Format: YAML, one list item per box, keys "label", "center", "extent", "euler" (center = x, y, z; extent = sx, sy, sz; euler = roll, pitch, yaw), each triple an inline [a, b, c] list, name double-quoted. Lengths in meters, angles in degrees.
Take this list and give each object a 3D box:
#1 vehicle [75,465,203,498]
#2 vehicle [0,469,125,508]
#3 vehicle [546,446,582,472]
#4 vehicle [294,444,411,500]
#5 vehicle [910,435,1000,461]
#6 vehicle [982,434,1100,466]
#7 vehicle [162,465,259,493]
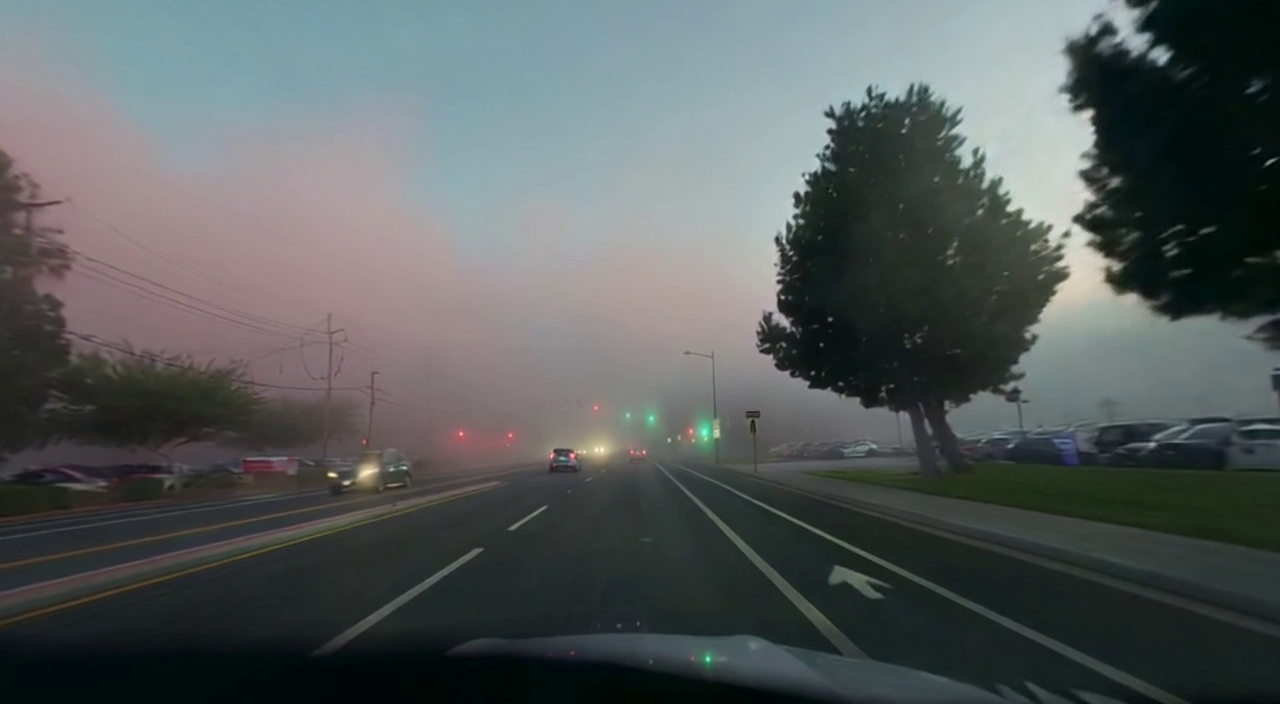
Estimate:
- label: "vehicle"
  center: [-25.382, 6.541, 32.111]
  extent: [4.756, 1.501, 2.023]
  euler: [0, -9, 0]
- label: "vehicle"
  center: [-25.040, 5.807, 27.024]
  extent: [4.410, 1.477, 1.838]
  euler: [-1, -9, 1]
- label: "vehicle"
  center: [-4.430, 6.311, 37.434]
  extent: [1.928, 1.451, 4.219]
  euler: [0, -9, -4]
- label: "vehicle"
  center: [-9.902, 4.139, 22.209]
  extent: [1.971, 1.744, 4.399]
  euler: [0, -9, 1]
- label: "vehicle"
  center: [19.109, 5.833, 38.438]
  extent: [4.481, 1.482, 1.814]
  euler: [0, -9, -2]
- label: "vehicle"
  center: [19.708, 4.852, 31.205]
  extent: [4.505, 1.481, 1.870]
  euler: [0, -9, 0]
- label: "vehicle"
  center: [-25.152, 7.429, 37.096]
  extent: [4.217, 1.466, 1.999]
  euler: [0, -9, 0]
